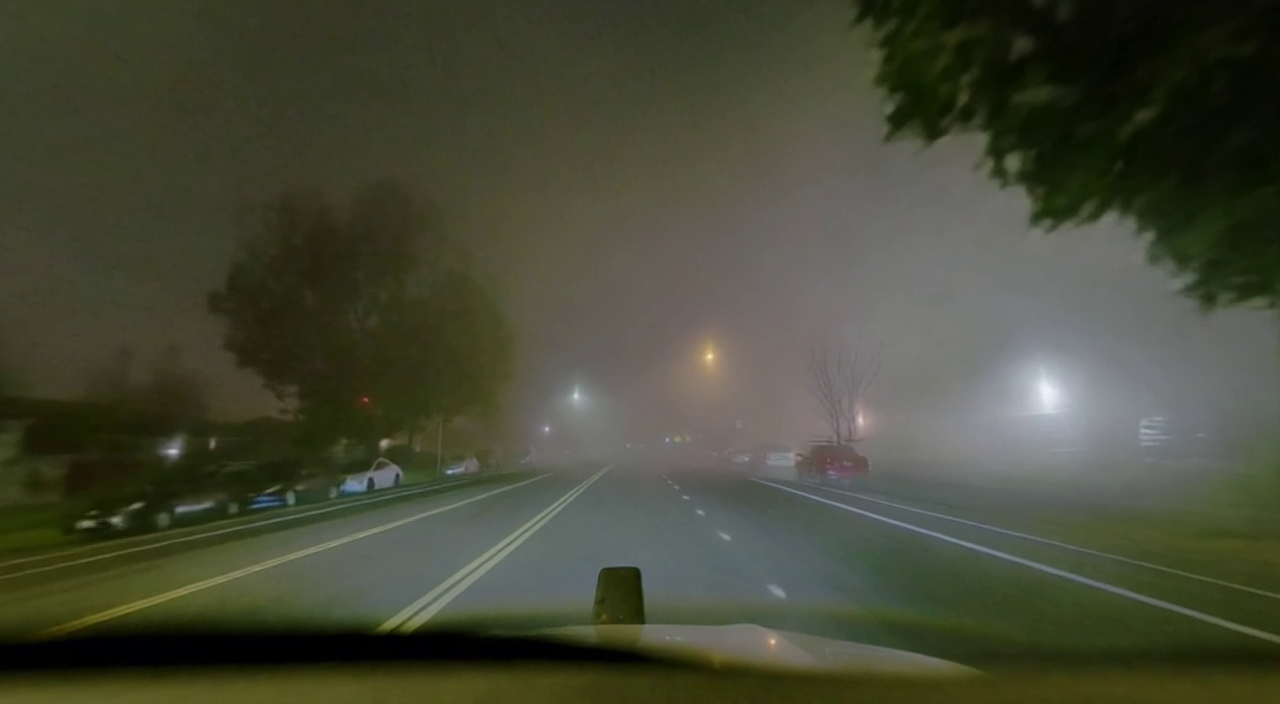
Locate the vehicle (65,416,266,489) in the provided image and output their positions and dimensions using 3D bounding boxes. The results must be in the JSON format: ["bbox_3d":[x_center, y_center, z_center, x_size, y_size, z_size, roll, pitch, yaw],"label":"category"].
[{"bbox_3d":[-20.793,4.420,28.006,6.604,3.012,2.656,0,-9,0],"label":"vehicle"}]

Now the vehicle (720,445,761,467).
[{"bbox_3d":[7.095,7.419,45.156,1.982,1.479,4.687,0,-8,-2],"label":"vehicle"}]

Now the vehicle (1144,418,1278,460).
[{"bbox_3d":[22.186,3.449,24.845,1.859,1.480,4.723,-3,-9,15],"label":"vehicle"}]

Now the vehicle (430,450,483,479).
[{"bbox_3d":[-10.868,6.677,37.790,1.840,1.526,4.214,0,-8,1],"label":"vehicle"}]

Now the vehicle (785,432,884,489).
[{"bbox_3d":[7.152,4.047,23.881,2.103,1.912,4.892,0,-8,-1],"label":"vehicle"}]

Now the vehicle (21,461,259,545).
[{"bbox_3d":[-10.829,3.249,14.201,1.838,1.450,4.317,0,-8,-1],"label":"vehicle"}]

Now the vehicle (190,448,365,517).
[{"bbox_3d":[-10.815,3.875,19.523,2.050,1.769,5.585,0,-8,1],"label":"vehicle"}]
